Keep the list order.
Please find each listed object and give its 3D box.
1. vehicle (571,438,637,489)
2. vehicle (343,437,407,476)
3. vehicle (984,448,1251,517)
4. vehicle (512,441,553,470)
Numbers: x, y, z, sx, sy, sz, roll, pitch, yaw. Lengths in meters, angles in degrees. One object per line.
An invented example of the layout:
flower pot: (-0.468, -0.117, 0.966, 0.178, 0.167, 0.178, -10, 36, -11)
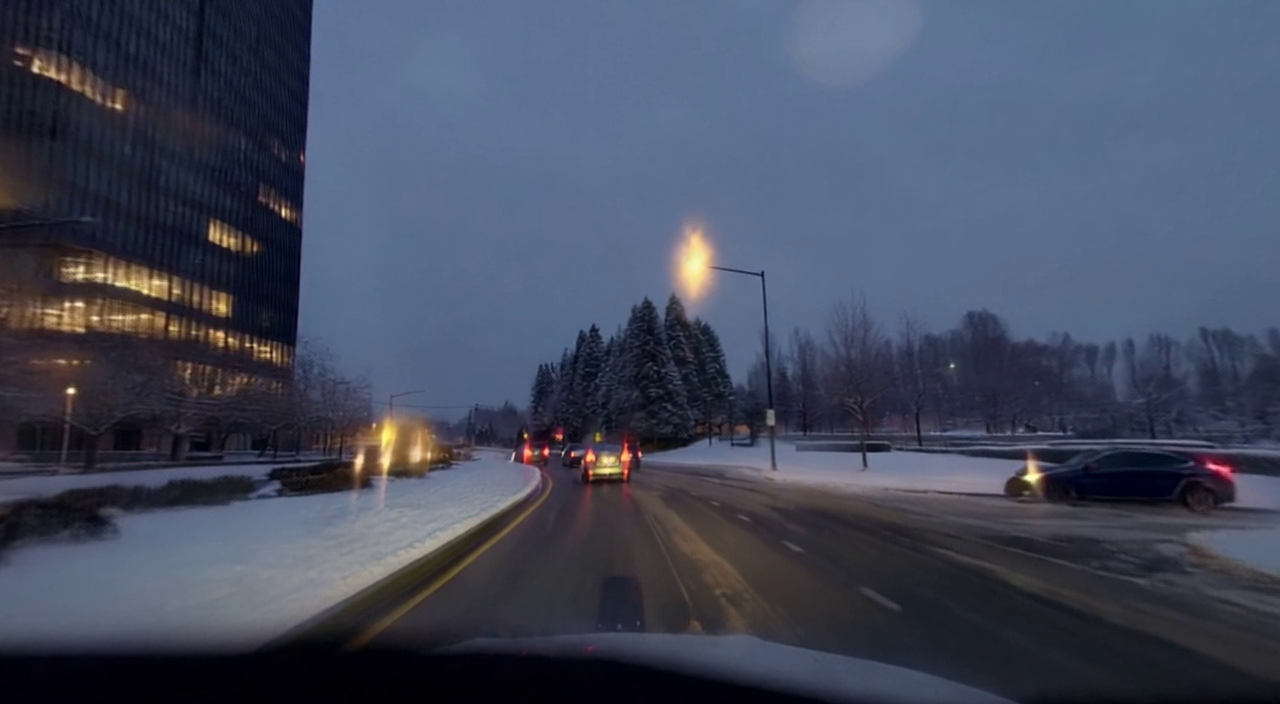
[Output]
vehicle: (-1.244, 4.026, 23.145, 2.183, 1.675, 4.319, 0, -9, -1)
vehicle: (-15.525, 6.245, 37.204, 2.334, 1.945, 5.298, 6, -13, -11)
vehicle: (11.359, 3.117, 15.367, 4.645, 1.505, 2.100, -1, -9, 8)
vehicle: (-6.825, 6.474, 39.624, 2.121, 1.728, 4.161, 2, -9, -14)
